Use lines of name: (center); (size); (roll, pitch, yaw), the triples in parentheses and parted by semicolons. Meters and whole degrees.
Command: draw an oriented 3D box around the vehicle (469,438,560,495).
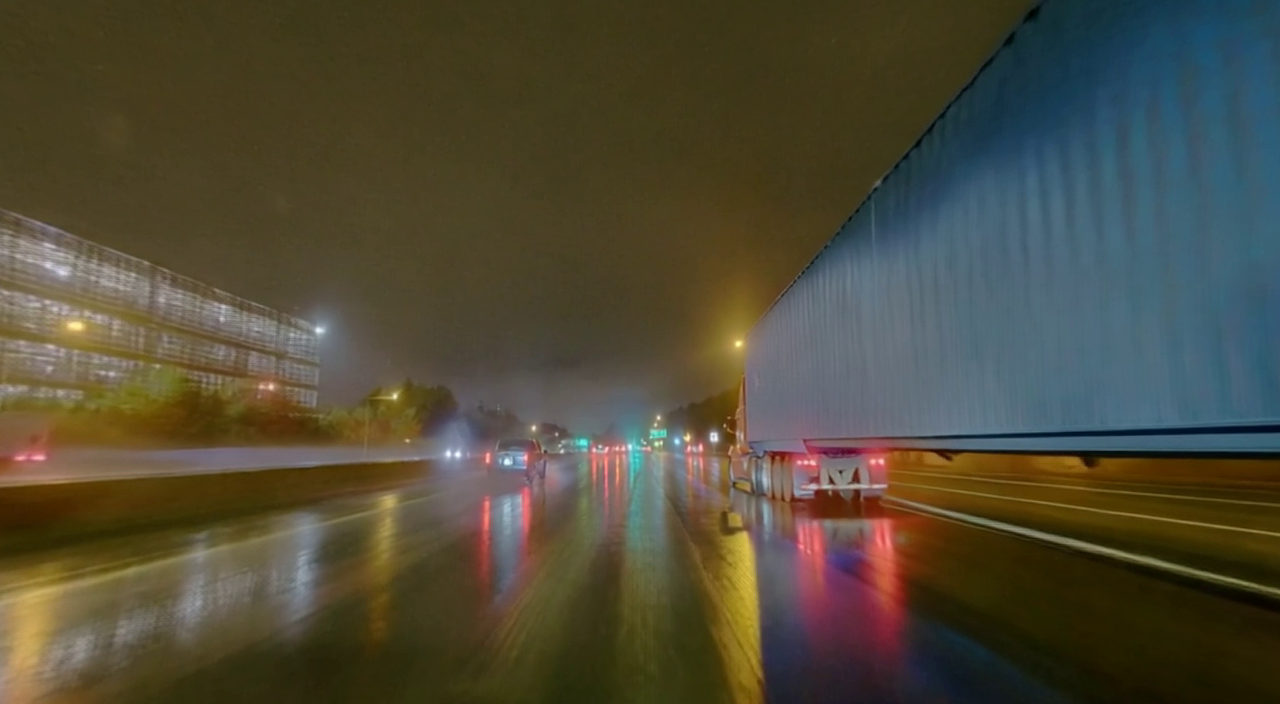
vehicle: (-3.675, 3.432, 19.188); (1.954, 1.528, 4.010); (0, -9, 0)

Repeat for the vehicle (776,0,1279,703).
vehicle: (3.961, 0.028, 4.977); (2.893, 3.992, 13.605); (0, -9, 1)
